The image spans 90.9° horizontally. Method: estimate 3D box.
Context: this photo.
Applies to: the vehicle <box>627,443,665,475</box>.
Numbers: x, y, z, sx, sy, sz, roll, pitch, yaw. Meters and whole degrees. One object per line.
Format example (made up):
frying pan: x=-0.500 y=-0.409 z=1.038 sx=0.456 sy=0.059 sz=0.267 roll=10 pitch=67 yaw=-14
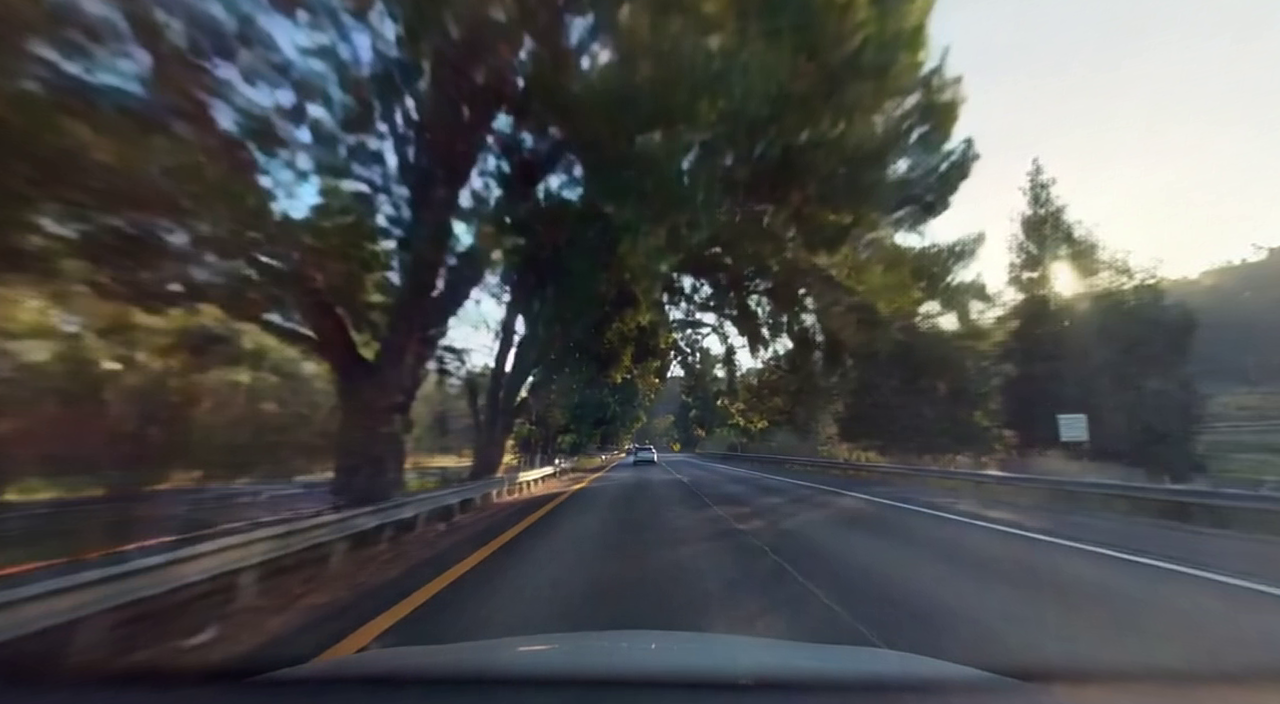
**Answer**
vehicle: x=0.290 y=5.863 z=34.671 sx=1.987 sy=1.658 sz=3.620 roll=0 pitch=-9 yaw=0
